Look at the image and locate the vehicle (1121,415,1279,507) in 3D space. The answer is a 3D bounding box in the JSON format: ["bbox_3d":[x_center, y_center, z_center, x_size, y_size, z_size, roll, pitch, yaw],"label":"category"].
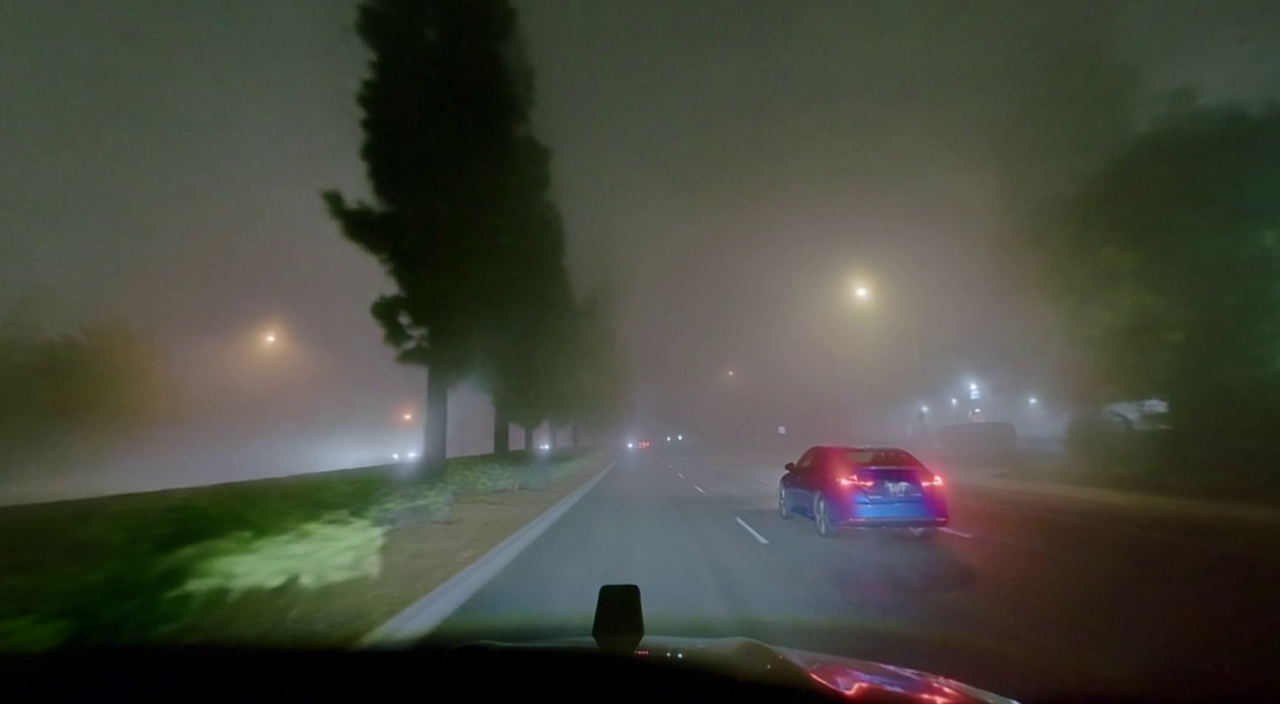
[{"bbox_3d":[17.184,3.073,18.284,2.868,2.233,6.035,-2,-9,14],"label":"vehicle"}]

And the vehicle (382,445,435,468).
[{"bbox_3d":[-16.280,7.329,44.660,1.993,1.511,4.798,0,-8,-1],"label":"vehicle"}]

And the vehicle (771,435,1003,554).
[{"bbox_3d":[3.548,2.105,10.110,1.950,1.473,4.259,0,-8,0],"label":"vehicle"}]
